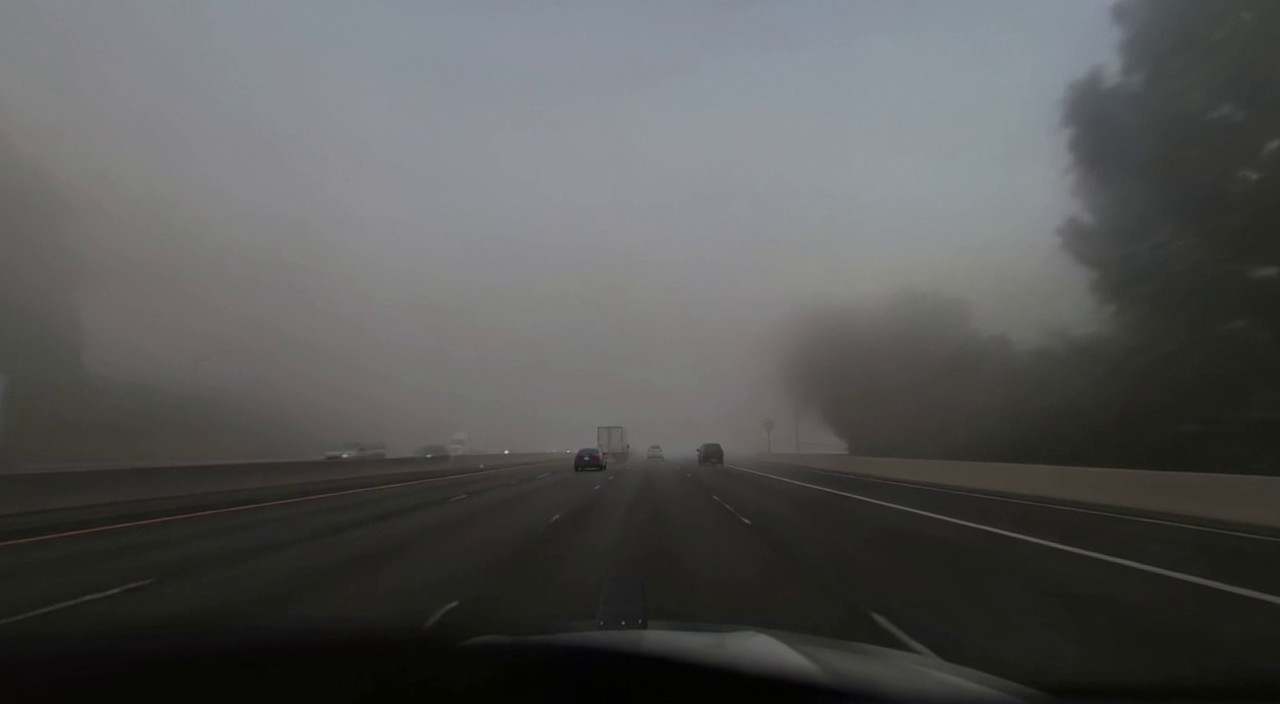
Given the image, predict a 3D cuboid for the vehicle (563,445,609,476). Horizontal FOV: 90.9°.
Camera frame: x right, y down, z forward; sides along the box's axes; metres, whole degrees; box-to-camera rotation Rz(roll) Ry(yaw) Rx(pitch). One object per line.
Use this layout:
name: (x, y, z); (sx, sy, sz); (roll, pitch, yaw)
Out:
vehicle: (-2.825, 5.742, 33.566); (2.004, 1.498, 4.043); (0, -9, 1)

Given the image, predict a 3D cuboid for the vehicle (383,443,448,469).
vehicle: (-14.581, 6.784, 41.204); (2.427, 1.537, 4.519); (0, -9, 2)

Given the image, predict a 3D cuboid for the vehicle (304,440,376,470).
vehicle: (-18.648, 6.402, 39.422); (2.054, 1.736, 4.714); (0, -9, 2)

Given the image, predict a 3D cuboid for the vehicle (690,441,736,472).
vehicle: (4.463, 6.454, 39.223); (2.214, 1.799, 4.627); (0, -9, 0)
